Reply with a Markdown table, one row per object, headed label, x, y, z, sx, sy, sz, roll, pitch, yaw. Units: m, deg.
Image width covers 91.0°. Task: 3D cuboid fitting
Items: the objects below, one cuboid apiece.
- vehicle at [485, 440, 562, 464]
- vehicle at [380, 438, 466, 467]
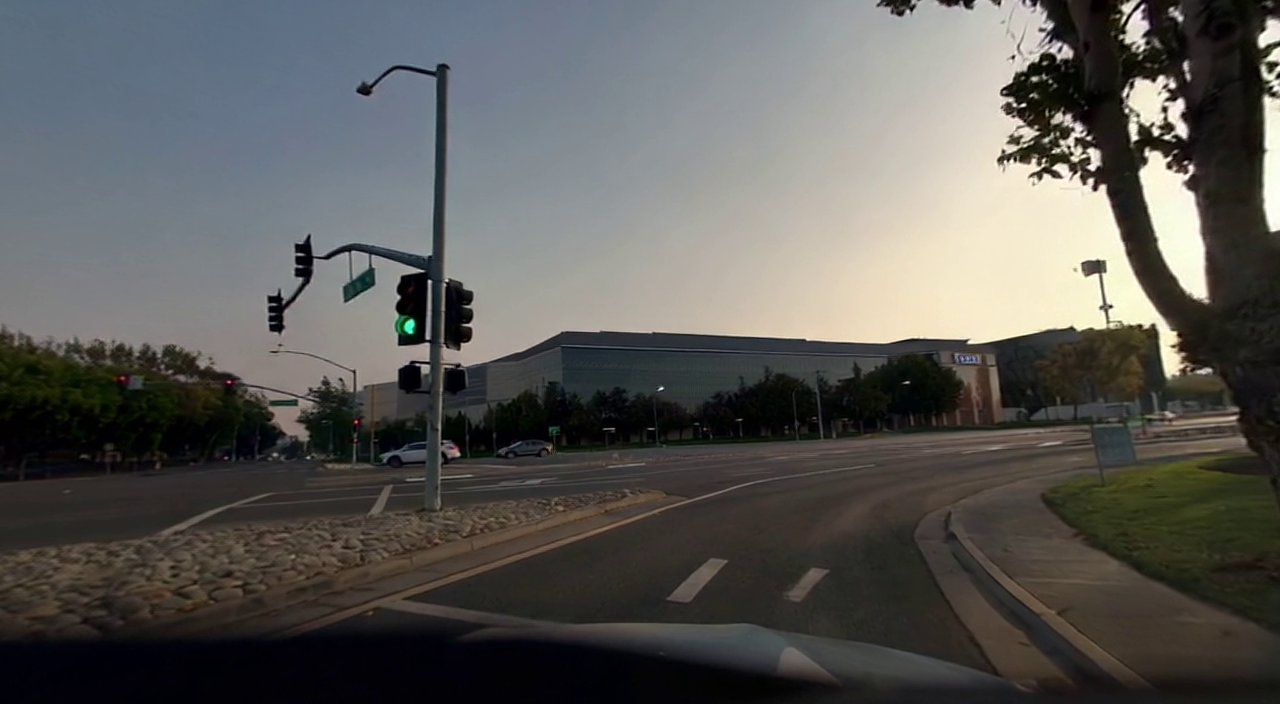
| label | x | y | z | sx | sy | sz | roll | pitch | yaw |
| --- | --- | --- | --- | --- | --- | --- | --- | --- | --- |
| vehicle | -7.403 | 6.362 | 40.211 | 4.527 | 1.444 | 1.811 | 6 | -11 | -37 |
| vehicle | -13.997 | 6.496 | 40.763 | 4.782 | 1.776 | 2.118 | 6 | -11 | -36 |
